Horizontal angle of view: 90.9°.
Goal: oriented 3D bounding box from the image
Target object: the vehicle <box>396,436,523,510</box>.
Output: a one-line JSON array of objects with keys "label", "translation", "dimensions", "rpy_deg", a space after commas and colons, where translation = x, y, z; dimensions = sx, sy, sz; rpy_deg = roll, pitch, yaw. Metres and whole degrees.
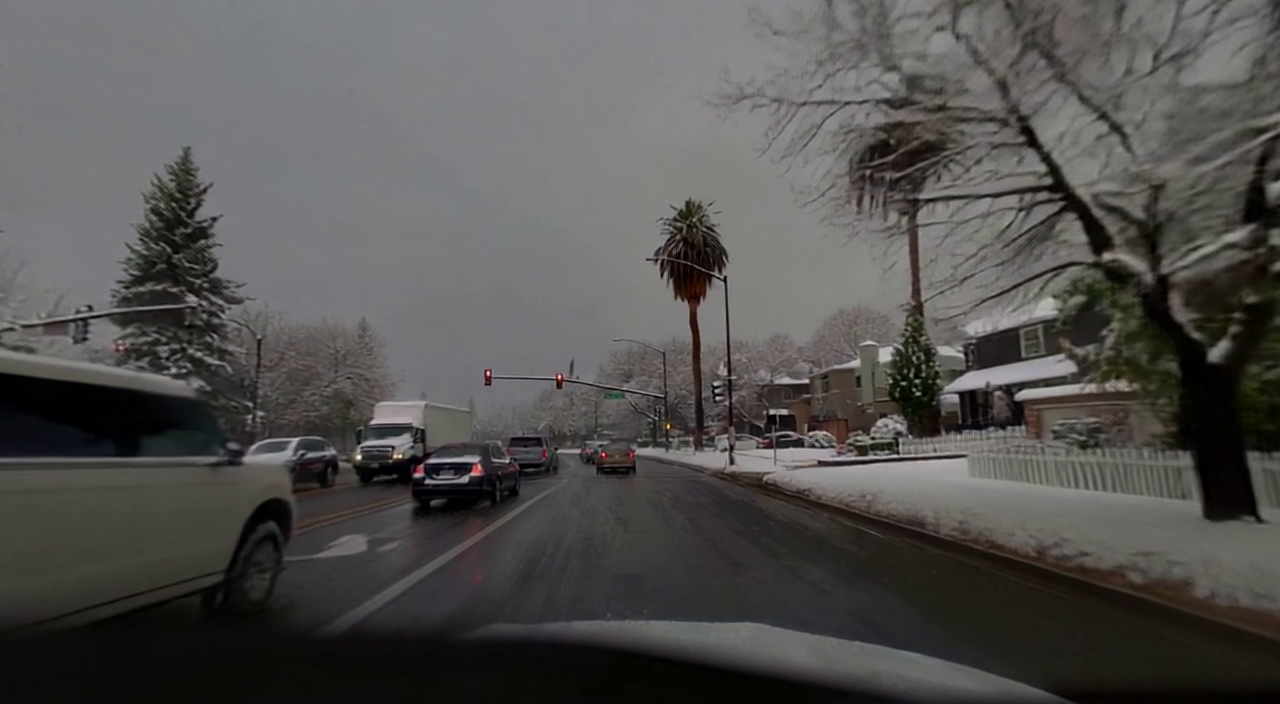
[{"label": "vehicle", "translation": [-3.995, 2.732, 14.705], "dimensions": [1.709, 1.425, 4.337], "rpy_deg": [-1, -8, 0]}]

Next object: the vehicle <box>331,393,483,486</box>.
[{"label": "vehicle", "translation": [-7.709, 3.078, 22.006], "dimensions": [2.821, 2.701, 6.721], "rpy_deg": [0, -8, -1]}]

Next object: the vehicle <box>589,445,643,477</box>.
[{"label": "vehicle", "translation": [-1.118, 4.590, 26.893], "dimensions": [2.131, 1.222, 3.868], "rpy_deg": [0, -8, -5]}]

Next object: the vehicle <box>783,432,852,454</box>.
[{"label": "vehicle", "translation": [13.548, 6.952, 48.209], "dimensions": [4.615, 1.555, 2.021], "rpy_deg": [2, -9, -16]}]

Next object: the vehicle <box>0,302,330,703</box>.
[{"label": "vehicle", "translation": [-3.965, 0.798, 3.260], "dimensions": [2.144, 1.877, 4.899], "rpy_deg": [-1, -8, 1]}]

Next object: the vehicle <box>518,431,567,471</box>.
[{"label": "vehicle", "translation": [-4.874, 5.006, 32.048], "dimensions": [2.032, 1.852, 4.571], "rpy_deg": [-1, -8, -3]}]

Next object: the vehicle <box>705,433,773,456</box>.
[{"label": "vehicle", "translation": [7.738, 7.249, 49.262], "dimensions": [4.742, 1.690, 2.218], "rpy_deg": [3, -9, -20]}]
